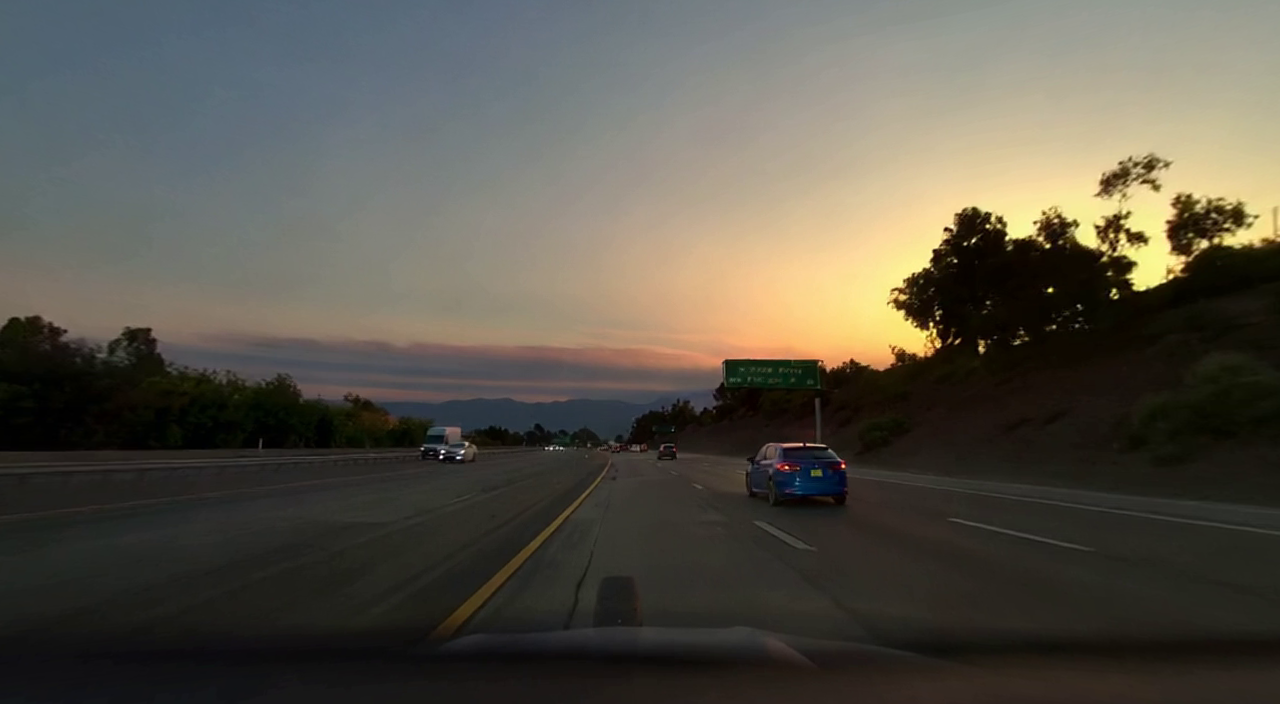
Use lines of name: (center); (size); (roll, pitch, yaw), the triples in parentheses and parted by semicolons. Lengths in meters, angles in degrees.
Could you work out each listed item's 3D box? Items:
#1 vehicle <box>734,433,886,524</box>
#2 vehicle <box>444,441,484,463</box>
vehicle: (3.405, 2.632, 13.563); (2.002, 1.604, 4.265); (0, -9, -1)
vehicle: (-12.966, 7.405, 46.444); (1.859, 1.584, 3.912); (0, -9, -1)
